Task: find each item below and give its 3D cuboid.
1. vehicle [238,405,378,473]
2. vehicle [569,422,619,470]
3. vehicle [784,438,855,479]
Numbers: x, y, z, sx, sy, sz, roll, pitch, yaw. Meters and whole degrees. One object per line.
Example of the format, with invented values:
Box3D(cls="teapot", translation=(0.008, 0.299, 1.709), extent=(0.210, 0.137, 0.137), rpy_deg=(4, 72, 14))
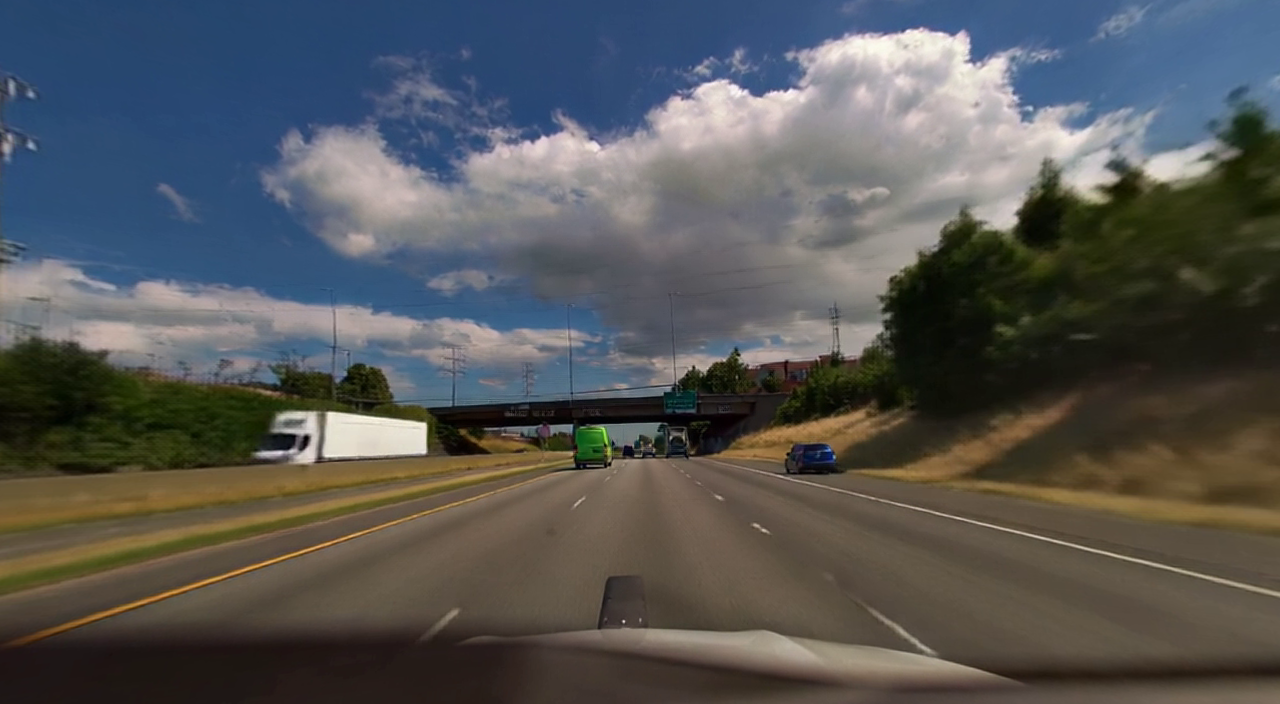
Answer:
Box3D(cls="vehicle", translation=(-19.724, 5.412, 38.523), extent=(2.959, 3.603, 10.096), rpy_deg=(0, -9, 1))
Box3D(cls="vehicle", translation=(-2.605, 5.562, 37.207), extent=(2.451, 2.627, 5.868), rpy_deg=(0, -9, 1))
Box3D(cls="vehicle", translation=(7.960, 4.746, 28.294), extent=(1.936, 1.664, 4.198), rpy_deg=(0, -9, 0))
